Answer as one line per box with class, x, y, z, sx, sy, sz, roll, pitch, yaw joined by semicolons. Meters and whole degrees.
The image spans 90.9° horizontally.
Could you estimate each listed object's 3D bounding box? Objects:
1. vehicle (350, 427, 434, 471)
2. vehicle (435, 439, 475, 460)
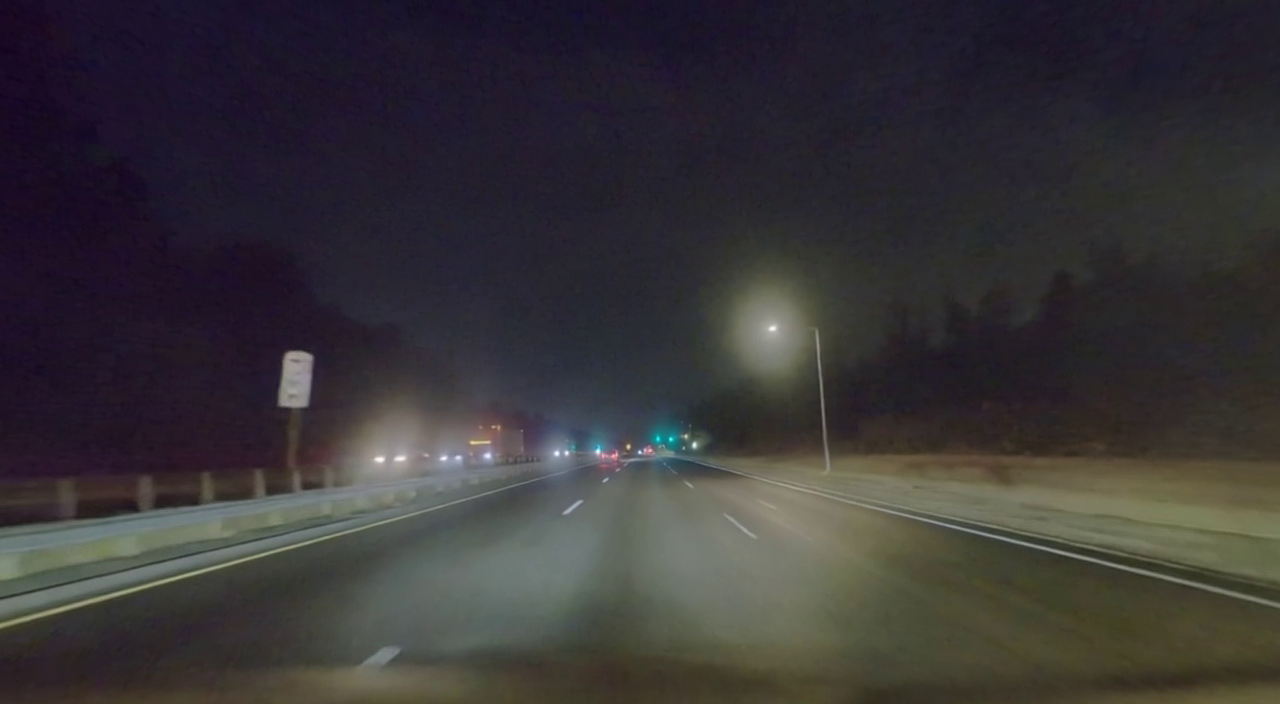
vehicle;-14.558;5.793;37.610;2.230;2.369;6.640;0;-9;1
vehicle;-14.360;7.593;49.100;1.753;1.556;4.053;0;-9;1
